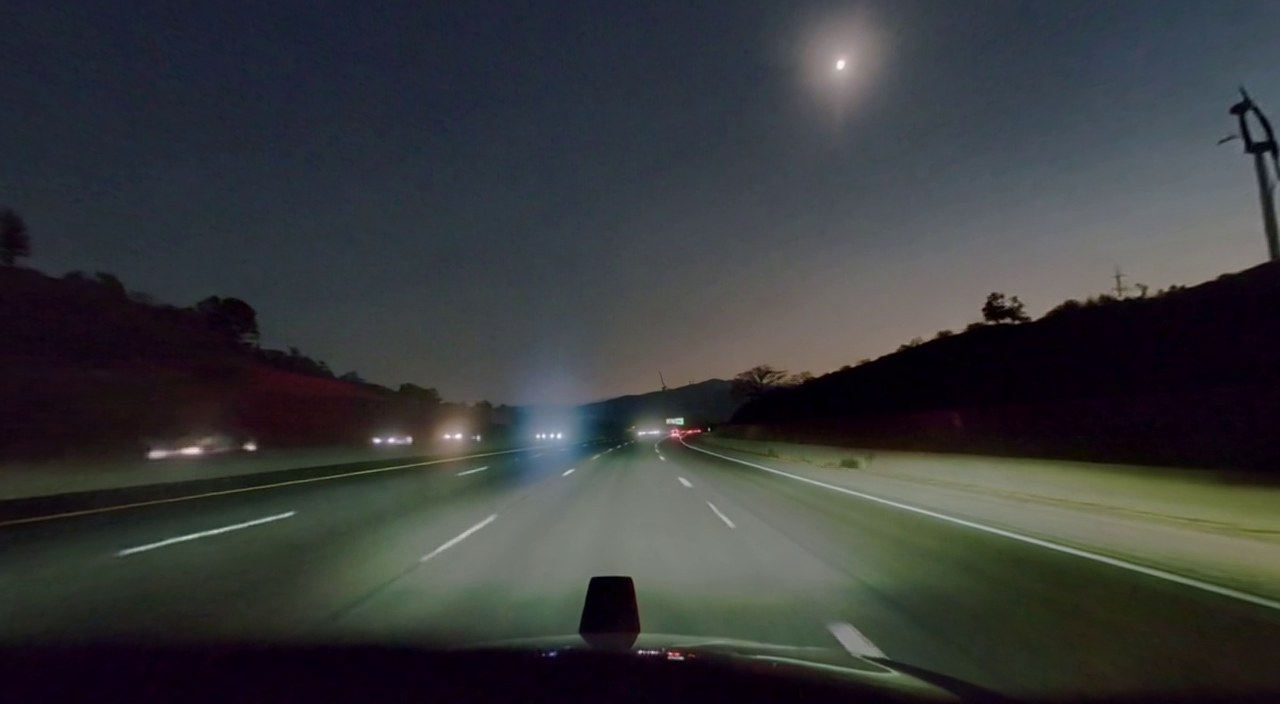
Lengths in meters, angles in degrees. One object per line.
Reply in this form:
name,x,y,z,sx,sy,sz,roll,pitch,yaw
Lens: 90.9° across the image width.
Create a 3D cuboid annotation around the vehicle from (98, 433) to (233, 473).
vehicle,-19.825,4.197,26.649,2.013,1.505,4.712,0,-8,0
